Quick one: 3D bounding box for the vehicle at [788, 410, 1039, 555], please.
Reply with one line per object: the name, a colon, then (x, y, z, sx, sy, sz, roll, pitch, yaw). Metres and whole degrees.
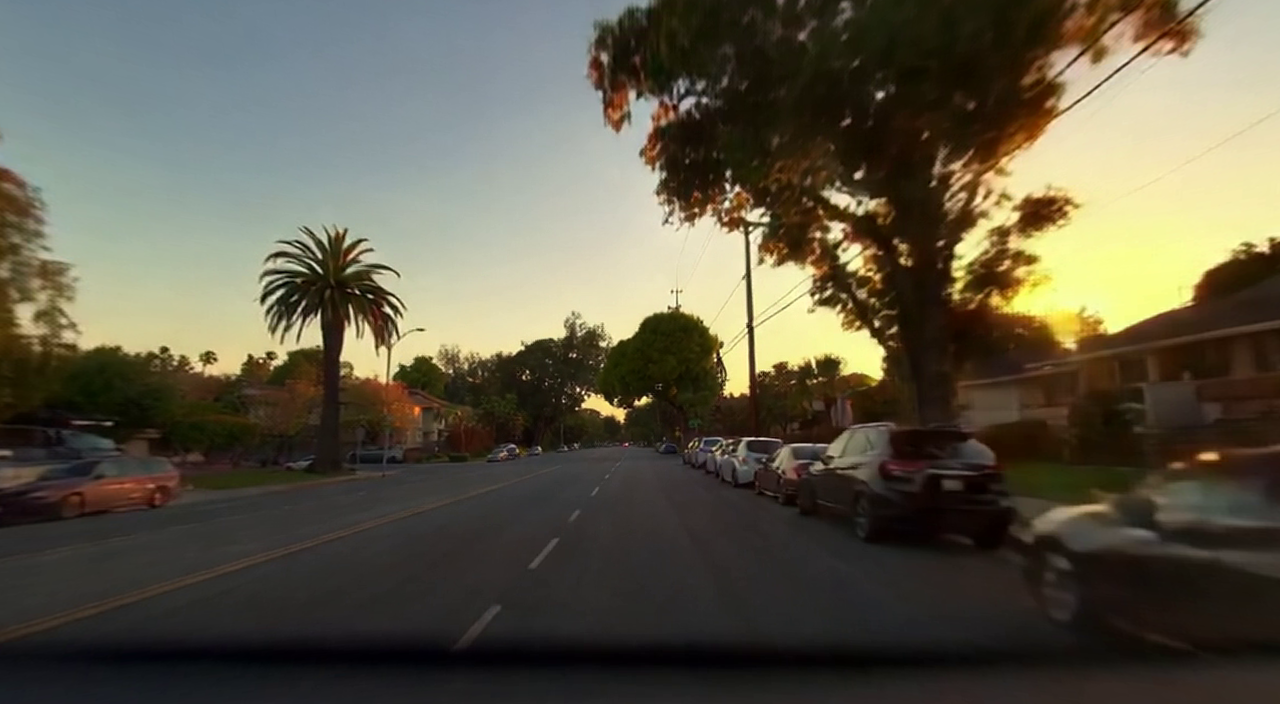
vehicle: (3.838, 1.916, 9.929, 1.917, 1.741, 4.420, 0, -9, 0)

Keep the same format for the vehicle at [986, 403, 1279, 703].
vehicle: (3.759, 1.031, 2.925, 1.981, 1.546, 4.372, 0, -9, 3)

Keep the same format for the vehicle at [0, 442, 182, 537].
vehicle: (-13.659, 3.116, 15.115, 1.926, 1.790, 4.494, 0, -7, 1)

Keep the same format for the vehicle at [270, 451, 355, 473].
vehicle: (-23.722, 7.951, 45.898, 4.946, 1.518, 2.115, 0, -9, 1)
